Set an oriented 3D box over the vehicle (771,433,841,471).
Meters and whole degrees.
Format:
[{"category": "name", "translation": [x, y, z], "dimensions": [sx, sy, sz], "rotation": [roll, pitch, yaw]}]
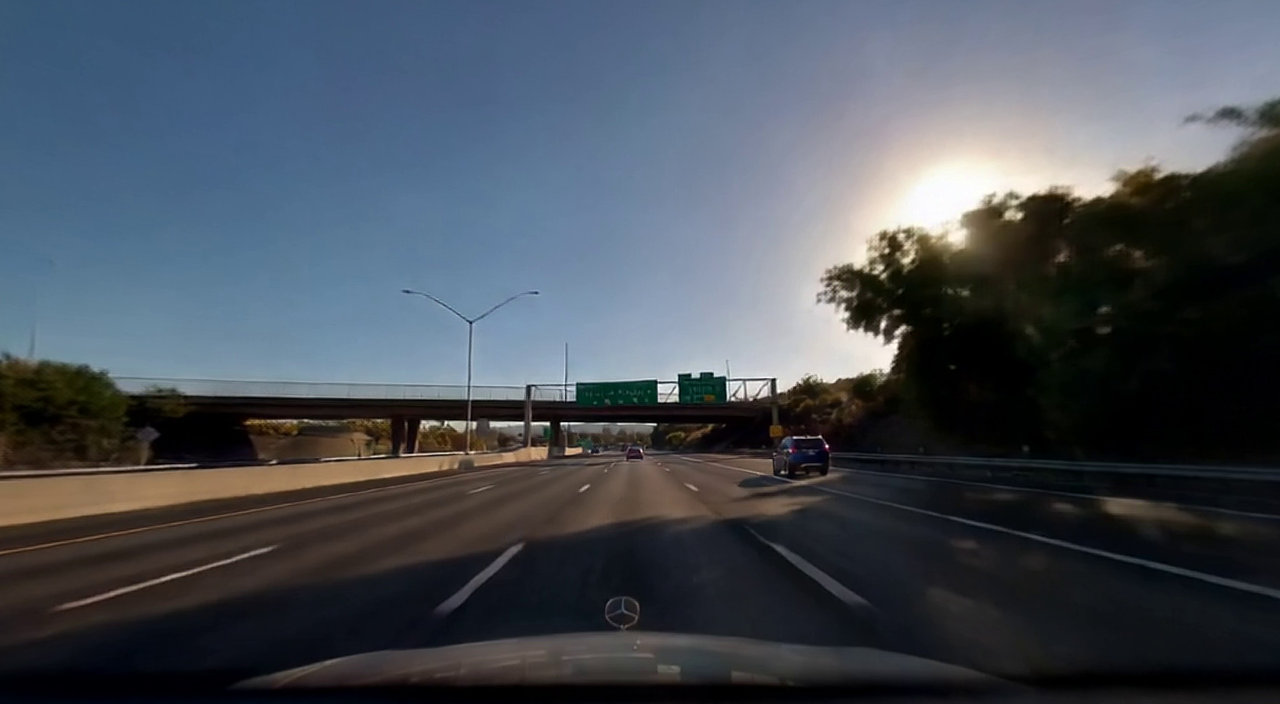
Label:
[{"category": "vehicle", "translation": [8.125, 4.958, 31.321], "dimensions": [2.091, 1.711, 4.383], "rotation": [0, -9, -3]}]
